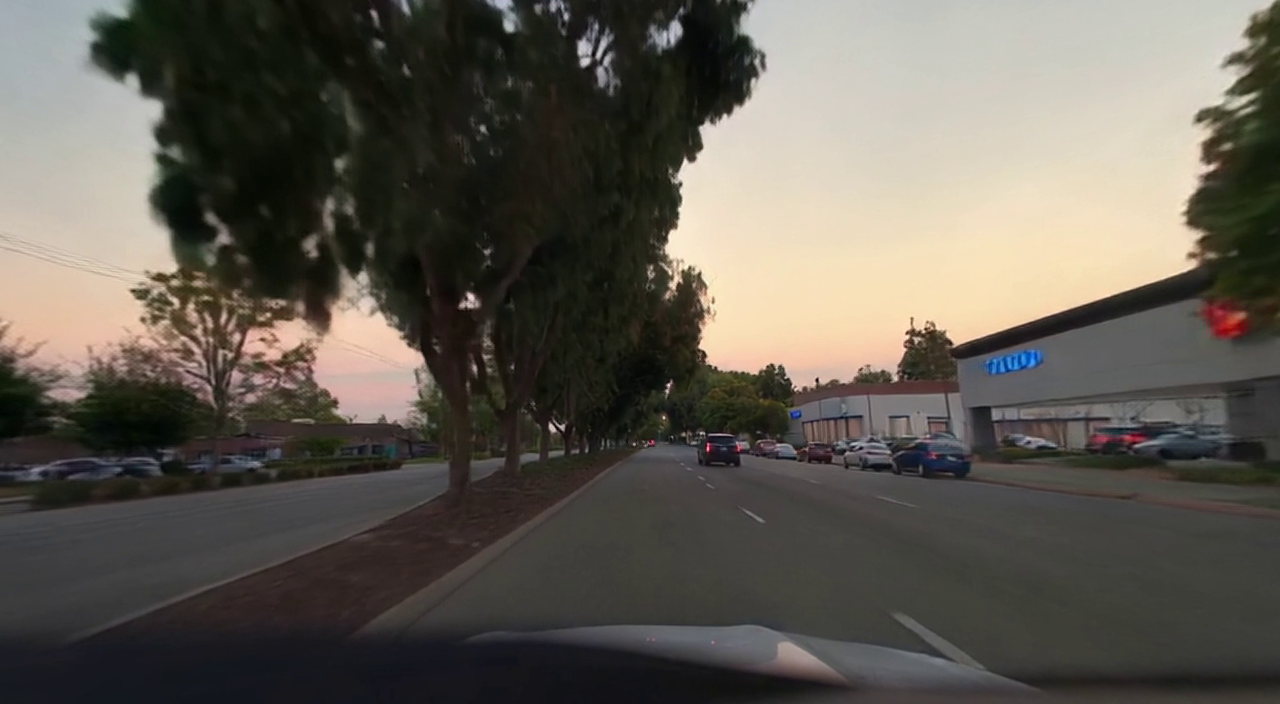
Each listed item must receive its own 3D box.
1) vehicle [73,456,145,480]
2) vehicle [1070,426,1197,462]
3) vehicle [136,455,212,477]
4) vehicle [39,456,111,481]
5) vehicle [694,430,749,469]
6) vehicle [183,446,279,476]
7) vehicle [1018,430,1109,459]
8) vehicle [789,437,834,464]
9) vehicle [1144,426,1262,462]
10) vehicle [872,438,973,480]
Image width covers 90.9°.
[{"bbox_3d":[-38.813,8.475,46.172,1.851,1.522,4.038,-1,-7,-1],"label":"vehicle"},{"bbox_3d":[23.013,4.333,29.724,1.926,1.503,4.994,0,-8,0],"label":"vehicle"},{"bbox_3d":[-34.638,8.487,47.006,1.863,1.462,4.759,-1,-8,3],"label":"vehicle"},{"bbox_3d":[-41.607,8.554,46.529,1.865,1.513,3.835,-1,-6,-3],"label":"vehicle"},{"bbox_3d":[4.129,5.039,32.788,2.183,1.845,4.482,0,-8,-1],"label":"vehicle"},{"bbox_3d":[-27.018,7.183,41.775,4.874,1.859,2.019,0,-8,-2],"label":"vehicle"},{"bbox_3d":[23.320,5.134,34.964,1.858,1.463,4.703,0,-8,1],"label":"vehicle"},{"bbox_3d":[11.240,6.462,41.492,1.958,1.654,4.258,-1,-8,3],"label":"vehicle"},{"bbox_3d":[25.859,4.196,29.127,1.868,1.500,3.853,-2,-7,1],"label":"vehicle"},{"bbox_3d":[10.901,4.128,24.726,1.842,1.474,4.456,0,-8,0],"label":"vehicle"}]
